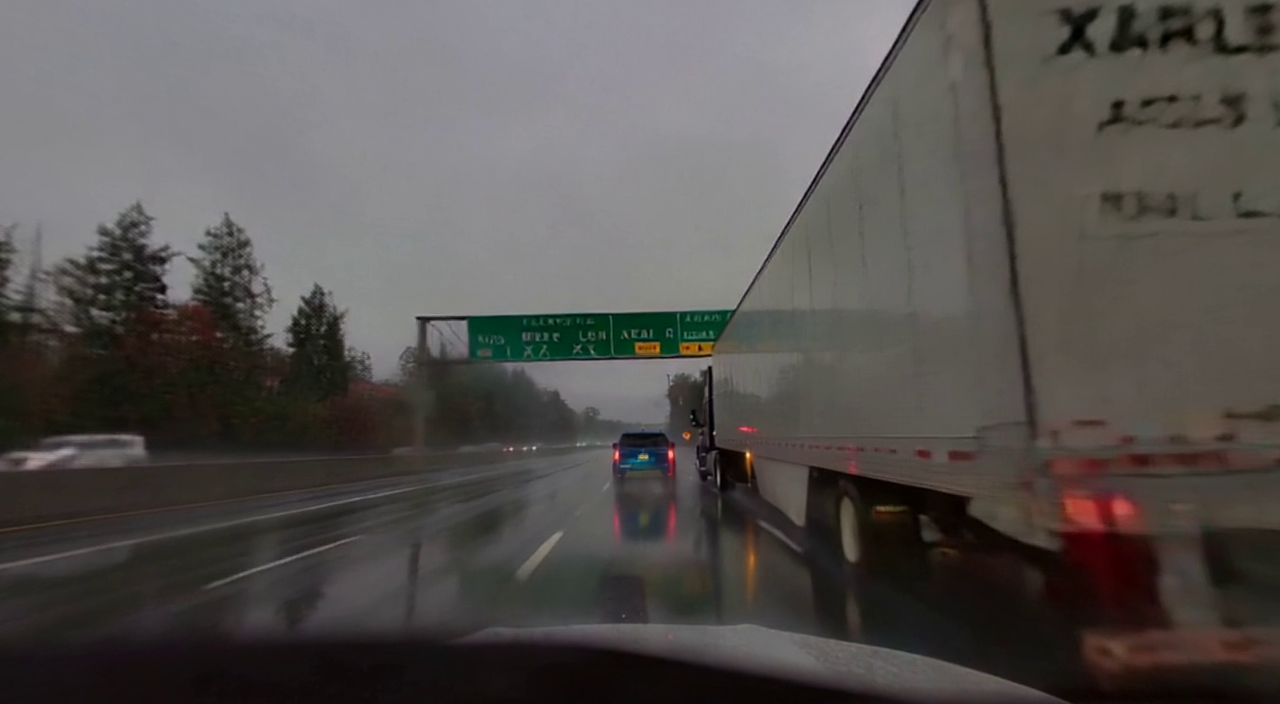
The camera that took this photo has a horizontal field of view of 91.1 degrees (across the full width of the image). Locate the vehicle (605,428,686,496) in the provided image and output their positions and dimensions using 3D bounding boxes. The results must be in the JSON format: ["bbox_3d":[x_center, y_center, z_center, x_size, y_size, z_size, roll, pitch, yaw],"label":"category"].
[{"bbox_3d":[0.167,3.097,18.064,2.054,1.706,4.201,0,-8,1],"label":"vehicle"}]

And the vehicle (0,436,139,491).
[{"bbox_3d":[-22.038,4.110,23.606,2.161,1.819,4.959,-1,-8,1],"label":"vehicle"}]

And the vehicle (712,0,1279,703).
[{"bbox_3d":[3.446,0.756,10.889,2.909,4.135,15.820,-1,-8,1],"label":"vehicle"}]
